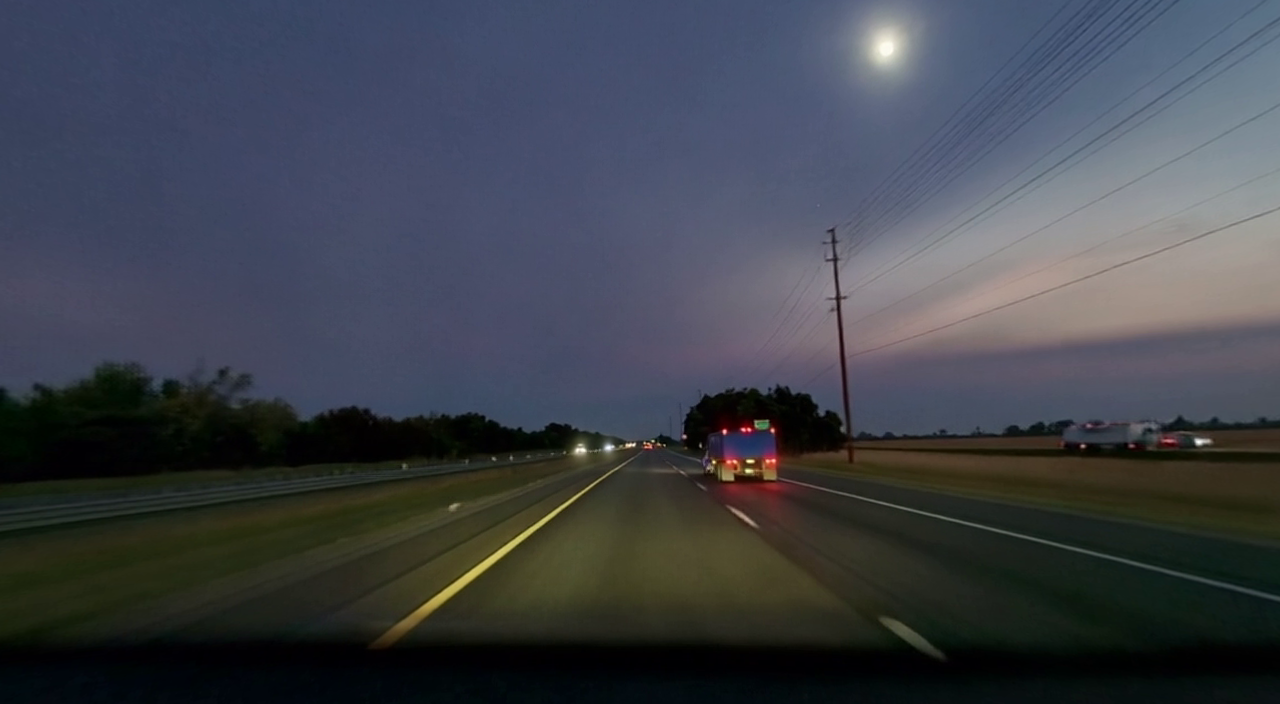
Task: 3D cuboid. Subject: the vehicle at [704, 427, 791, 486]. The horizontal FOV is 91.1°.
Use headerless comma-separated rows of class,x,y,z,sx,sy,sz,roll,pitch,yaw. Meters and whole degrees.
vehicle,3.705,3.749,22.801,2.228,1.852,5.449,0,-8,0
